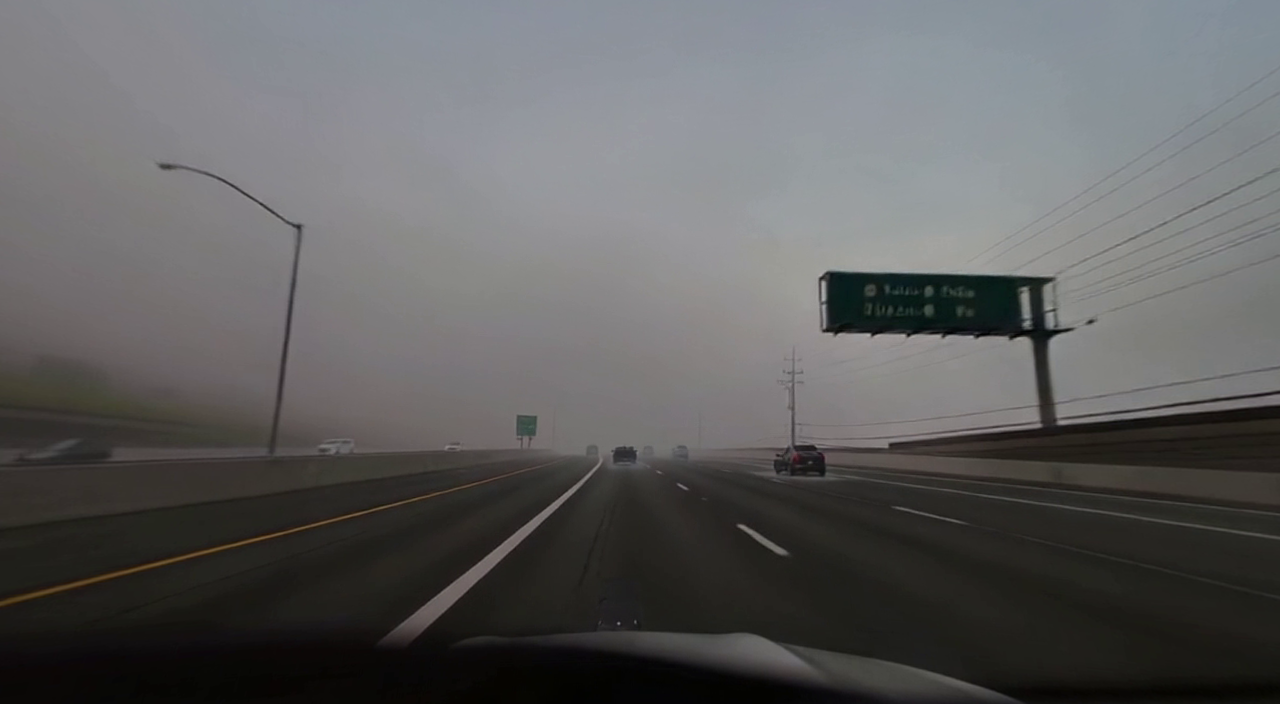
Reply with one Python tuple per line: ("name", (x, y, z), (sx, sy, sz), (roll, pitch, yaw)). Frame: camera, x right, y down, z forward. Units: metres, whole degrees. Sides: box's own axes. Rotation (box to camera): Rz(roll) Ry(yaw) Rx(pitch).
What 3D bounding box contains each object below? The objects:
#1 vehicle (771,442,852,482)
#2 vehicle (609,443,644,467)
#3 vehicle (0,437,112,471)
("vehicle", (6.721, 4.344, 25.249), (1.876, 1.451, 4.154), (0, -9, -3))
("vehicle", (-0.908, 6.668, 41.053), (2.109, 1.489, 4.027), (1, -8, -4))
("vehicle", (-31.768, 5.562, 34.581), (2.011, 1.716, 4.501), (0, -9, -3))
